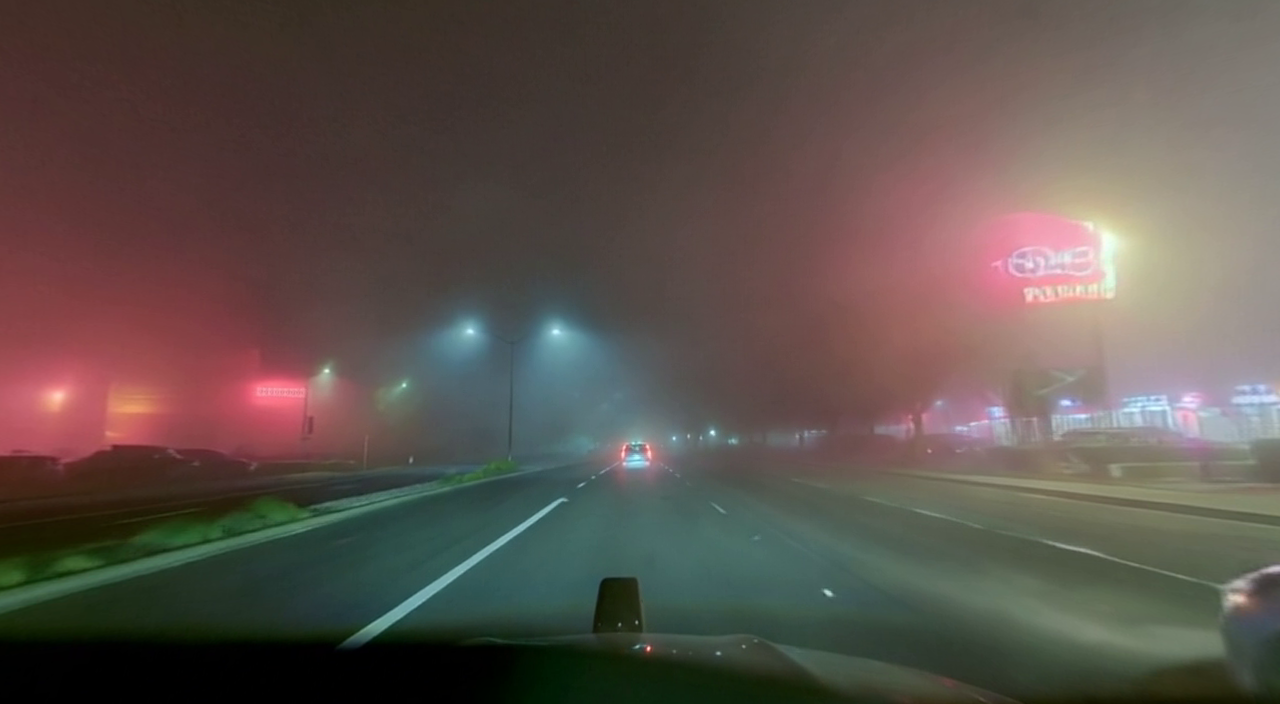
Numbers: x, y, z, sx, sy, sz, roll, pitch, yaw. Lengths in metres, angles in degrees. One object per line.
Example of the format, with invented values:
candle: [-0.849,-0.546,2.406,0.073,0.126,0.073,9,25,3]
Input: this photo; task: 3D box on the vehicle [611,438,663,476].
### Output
vehicle: [-0.147,4.378,26.411,1.998,1.452,3.773,0,-8,-1]

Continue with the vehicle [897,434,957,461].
vehicle: [19.034,6.341,41.953,1.894,1.706,4.583,0,-8,1]

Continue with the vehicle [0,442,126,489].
vehicle: [-26.918,5.254,29.275,4.087,1.755,2.304,-5,-9,1]

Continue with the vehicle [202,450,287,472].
vehicle: [-27.605,7.588,44.024,4.644,1.437,1.827,0,-8,-2]

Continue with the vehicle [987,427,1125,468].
vehicle: [17.095,3.939,26.014,4.224,1.614,2.028,0,-8,-1]

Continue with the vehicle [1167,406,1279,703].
vehicle: [3.753,0.680,0.750,2.153,1.456,4.705,0,-8,0]

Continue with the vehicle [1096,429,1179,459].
vehicle: [32.523,6.041,41.336,1.933,1.830,4.282,0,-8,1]
